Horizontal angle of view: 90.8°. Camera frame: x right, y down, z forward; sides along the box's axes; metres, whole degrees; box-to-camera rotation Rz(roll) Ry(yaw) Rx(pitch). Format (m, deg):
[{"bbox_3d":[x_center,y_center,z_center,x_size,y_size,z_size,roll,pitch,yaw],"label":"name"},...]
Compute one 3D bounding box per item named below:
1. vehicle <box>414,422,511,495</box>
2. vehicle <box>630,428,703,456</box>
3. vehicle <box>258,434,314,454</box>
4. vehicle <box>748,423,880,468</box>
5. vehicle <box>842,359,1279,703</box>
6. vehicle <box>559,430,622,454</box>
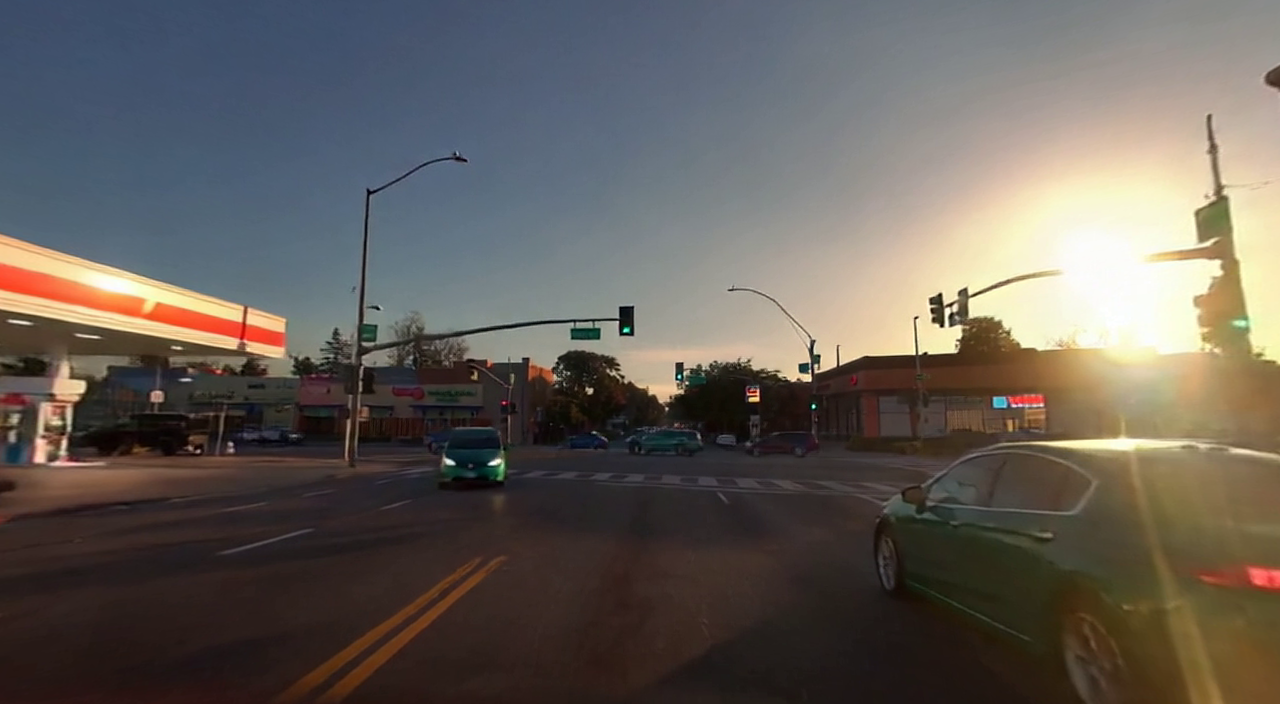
[{"bbox_3d":[-4.711,2.879,17.392,2.196,1.696,4.484,1,-9,-12],"label":"vehicle"},{"bbox_3d":[1.666,5.809,40.693,4.311,1.742,1.864,-5,-10,28],"label":"vehicle"},{"bbox_3d":[-27.472,7.174,48.970,4.670,1.458,1.959,-6,-10,35],"label":"vehicle"},{"bbox_3d":[7.430,4.026,27.146,5.107,1.775,1.992,-5,-10,28],"label":"vehicle"},{"bbox_3d":[2.990,1.085,3.966,1.995,1.525,4.392,0,-8,0],"label":"vehicle"},{"bbox_3d":[-3.749,6.847,47.733,4.433,1.717,1.839,-5,-10,29],"label":"vehicle"}]
